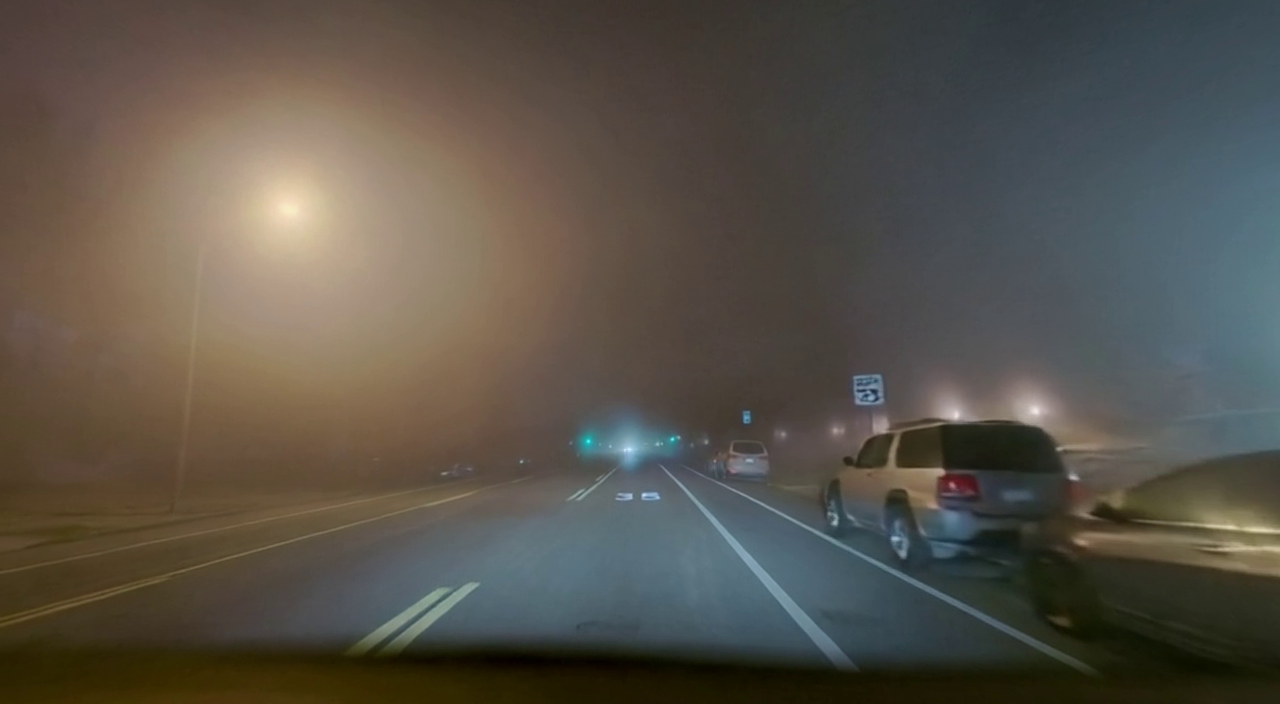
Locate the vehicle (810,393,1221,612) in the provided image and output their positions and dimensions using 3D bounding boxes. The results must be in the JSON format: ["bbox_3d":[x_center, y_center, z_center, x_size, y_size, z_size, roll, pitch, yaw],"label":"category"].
[{"bbox_3d":[3.969,1.679,8.039,2.169,1.914,4.791,0,-9,-1],"label":"vehicle"}]

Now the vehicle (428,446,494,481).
[{"bbox_3d":[-10.737,6.693,38.302,2.338,1.871,5.795,-3,-9,0],"label":"vehicle"}]

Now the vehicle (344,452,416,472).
[{"bbox_3d":[-19.238,8.147,46.878,4.530,1.477,1.843,0,-9,-1],"label":"vehicle"}]

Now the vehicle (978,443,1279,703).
[{"bbox_3d":[4.062,1.181,3.099,2.087,1.454,4.914,0,-8,0],"label":"vehicle"}]

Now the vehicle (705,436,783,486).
[{"bbox_3d":[4.114,4.412,25.886,2.254,1.812,4.817,0,-9,-1],"label":"vehicle"}]
